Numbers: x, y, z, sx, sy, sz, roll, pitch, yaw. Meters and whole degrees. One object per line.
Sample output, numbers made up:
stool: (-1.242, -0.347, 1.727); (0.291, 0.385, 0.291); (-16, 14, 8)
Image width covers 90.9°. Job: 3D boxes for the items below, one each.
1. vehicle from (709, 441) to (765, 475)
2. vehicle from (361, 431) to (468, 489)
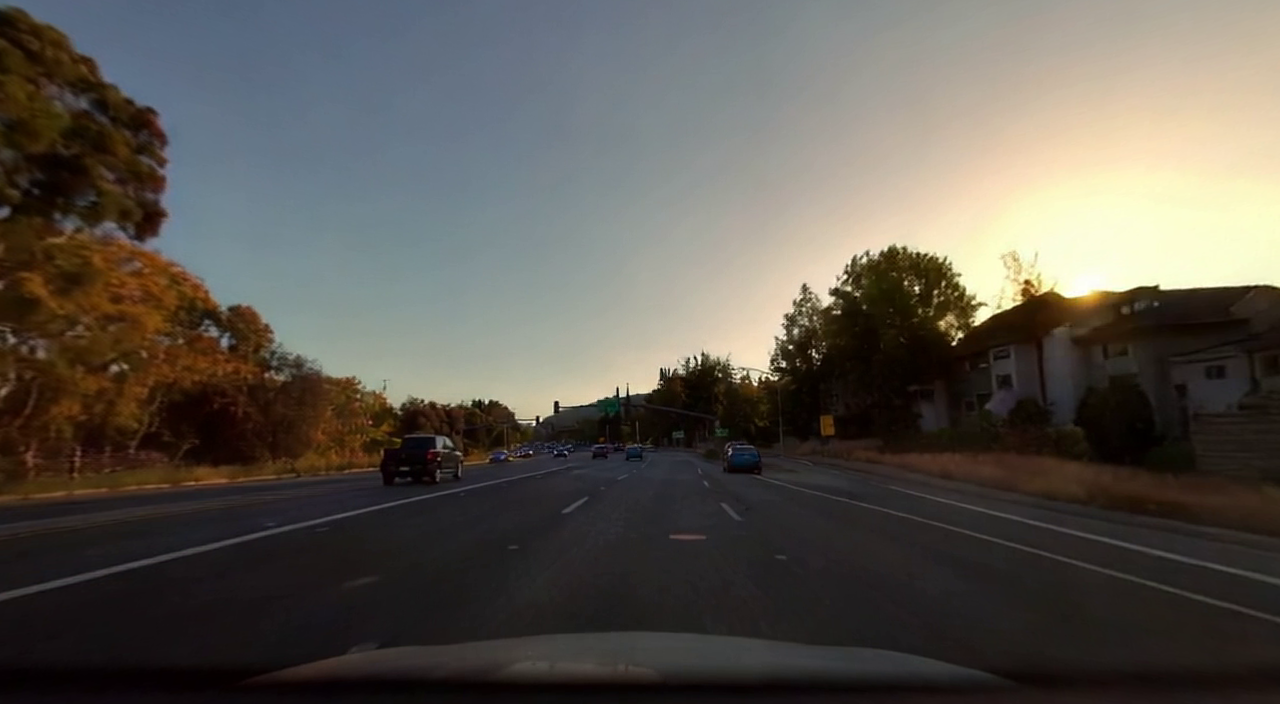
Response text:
vehicle: (4.531, 5.032, 30.120); (2.100, 1.472, 4.533); (0, -8, 2)
vehicle: (-7.989, 3.866, 22.934); (2.122, 1.847, 4.696); (0, -8, 0)
